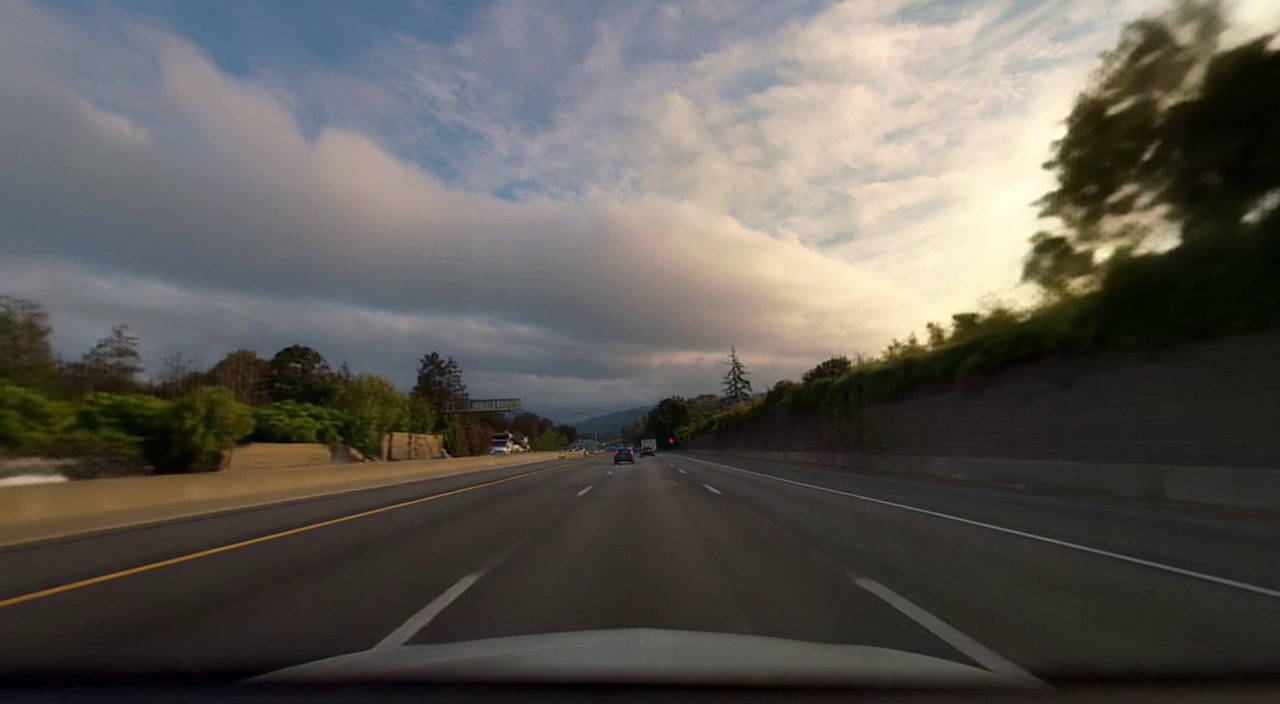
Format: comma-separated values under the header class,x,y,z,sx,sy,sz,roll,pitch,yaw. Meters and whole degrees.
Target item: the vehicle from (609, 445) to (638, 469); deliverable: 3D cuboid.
class,x,y,z,sx,sy,sz,roll,pitch,yaw
vehicle,-1.128,7.337,44.174,1.873,1.529,3.953,0,-9,0
